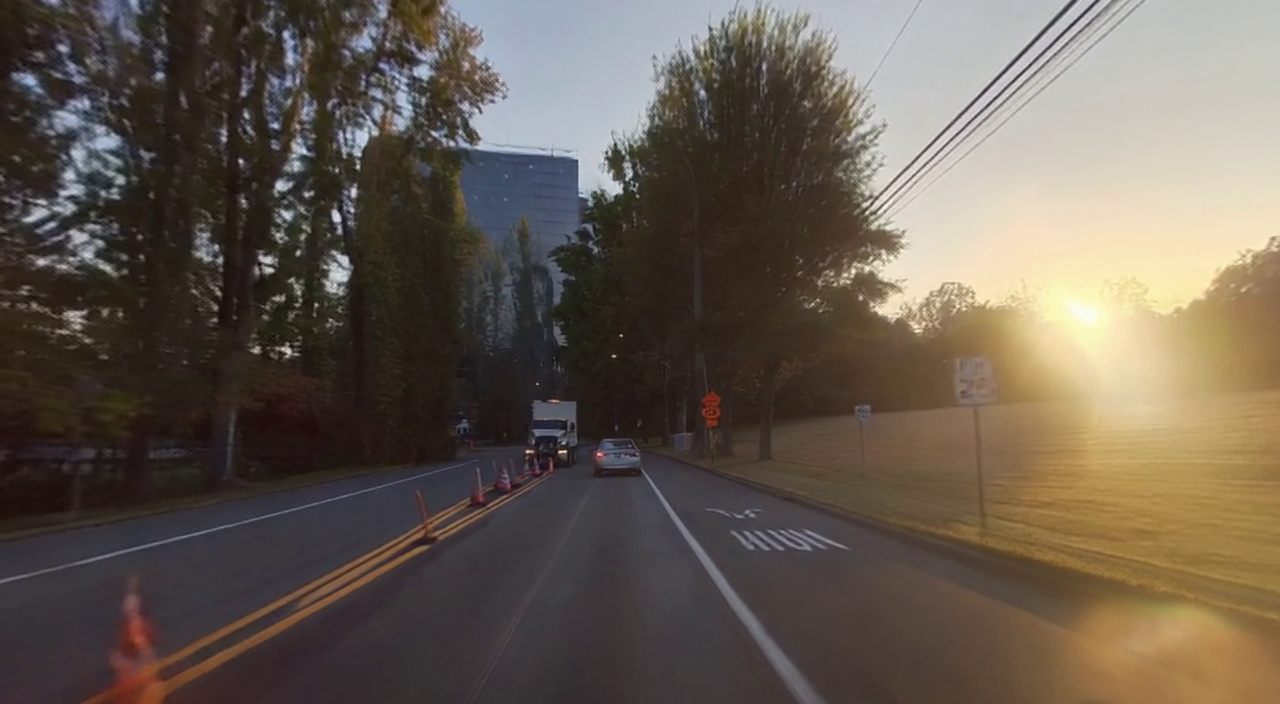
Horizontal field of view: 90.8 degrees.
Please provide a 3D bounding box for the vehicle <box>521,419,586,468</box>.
[{"bbox_3d":[-3.976,4.290,29.696,2.671,2.053,6.074,1,-8,-6],"label":"vehicle"}]

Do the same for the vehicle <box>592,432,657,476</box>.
[{"bbox_3d":[-0.598,3.783,23.649,2.186,1.463,4.356,0,-8,-2],"label":"vehicle"}]
